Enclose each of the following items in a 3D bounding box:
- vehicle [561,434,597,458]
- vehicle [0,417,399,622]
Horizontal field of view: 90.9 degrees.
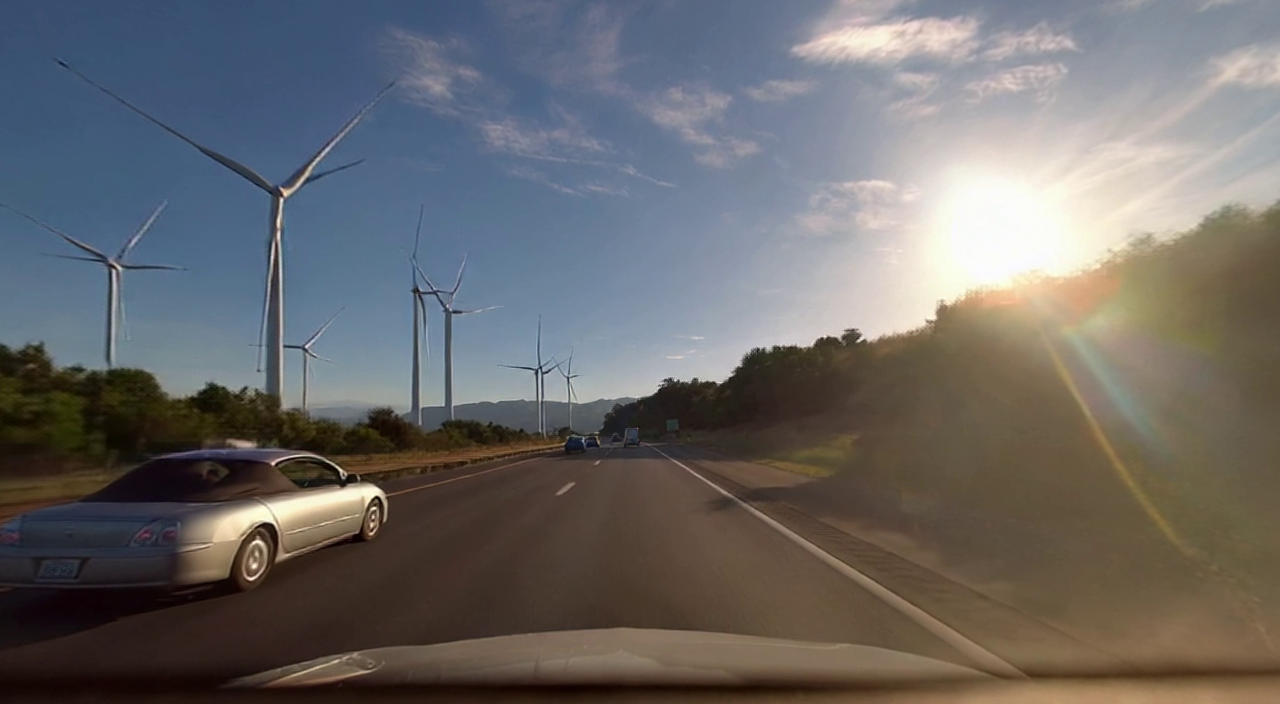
[{"bbox_3d":[-3.887,6.047,40.758,2.024,1.456,3.754,0,-8,-1],"label":"vehicle"},{"bbox_3d":[-4.286,1.451,6.526,1.969,1.413,4.194,0,-8,-1],"label":"vehicle"}]
